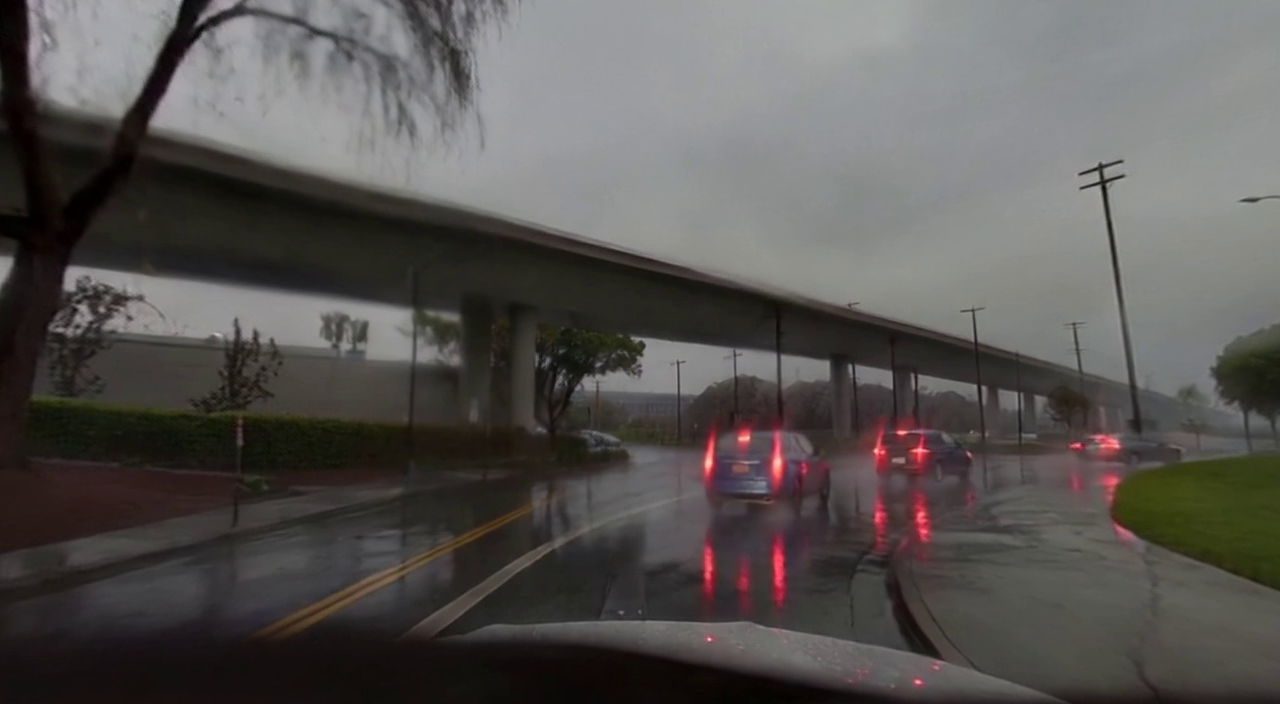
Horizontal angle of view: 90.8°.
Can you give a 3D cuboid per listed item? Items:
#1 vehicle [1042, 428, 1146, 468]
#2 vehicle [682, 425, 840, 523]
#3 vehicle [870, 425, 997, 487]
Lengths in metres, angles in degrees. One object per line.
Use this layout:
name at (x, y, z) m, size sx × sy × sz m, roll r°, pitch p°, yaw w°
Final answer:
vehicle at (21.407, 4.500, 29.803) m, size 4.310 × 1.762 × 1.995 m, roll 4°, pitch -9°, yaw -25°
vehicle at (2.653, 2.362, 12.829) m, size 2.087 × 1.578 × 4.652 m, roll -4°, pitch -9°, yaw 24°
vehicle at (10.297, 3.568, 22.021) m, size 4.771 × 1.885 × 2.241 m, roll 8°, pitch -11°, yaw -42°
